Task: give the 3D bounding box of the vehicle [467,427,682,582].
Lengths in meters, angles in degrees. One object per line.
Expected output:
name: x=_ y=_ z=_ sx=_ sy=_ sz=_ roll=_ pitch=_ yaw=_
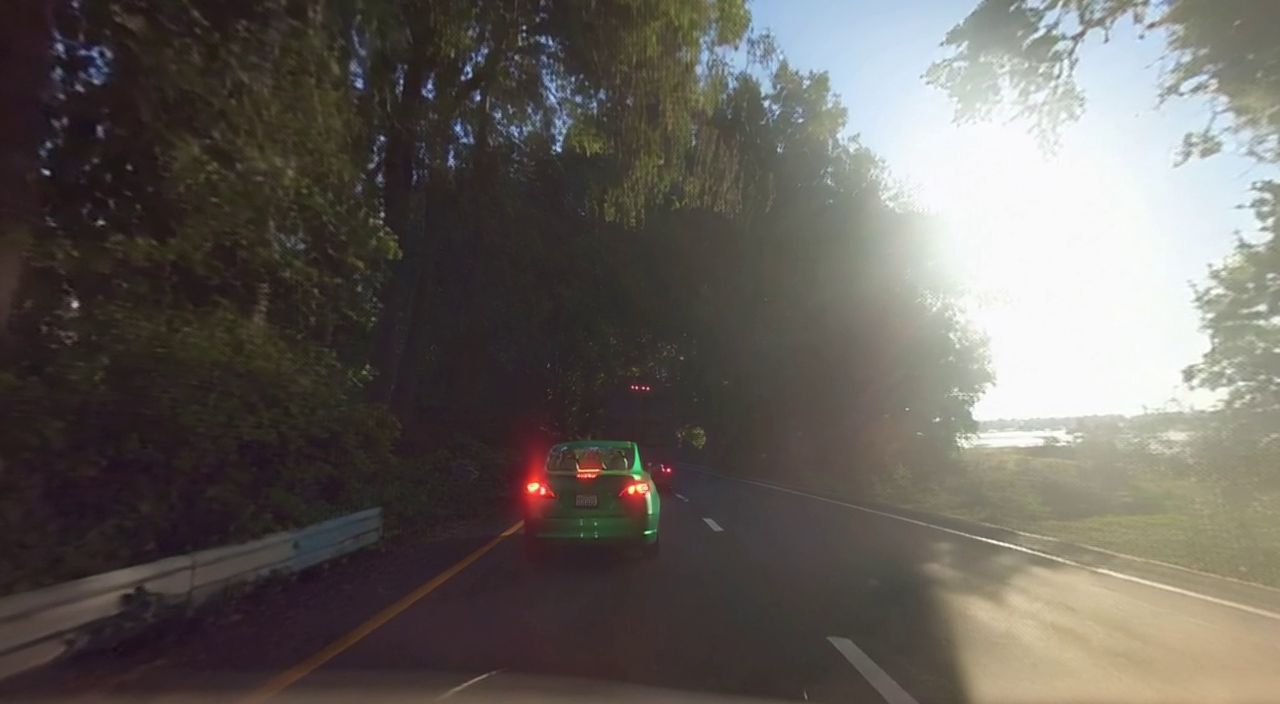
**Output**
vehicle: x=-0.625 y=1.795 z=8.213 sx=2.076 sy=1.490 sz=4.078 roll=0 pitch=-9 yaw=0
